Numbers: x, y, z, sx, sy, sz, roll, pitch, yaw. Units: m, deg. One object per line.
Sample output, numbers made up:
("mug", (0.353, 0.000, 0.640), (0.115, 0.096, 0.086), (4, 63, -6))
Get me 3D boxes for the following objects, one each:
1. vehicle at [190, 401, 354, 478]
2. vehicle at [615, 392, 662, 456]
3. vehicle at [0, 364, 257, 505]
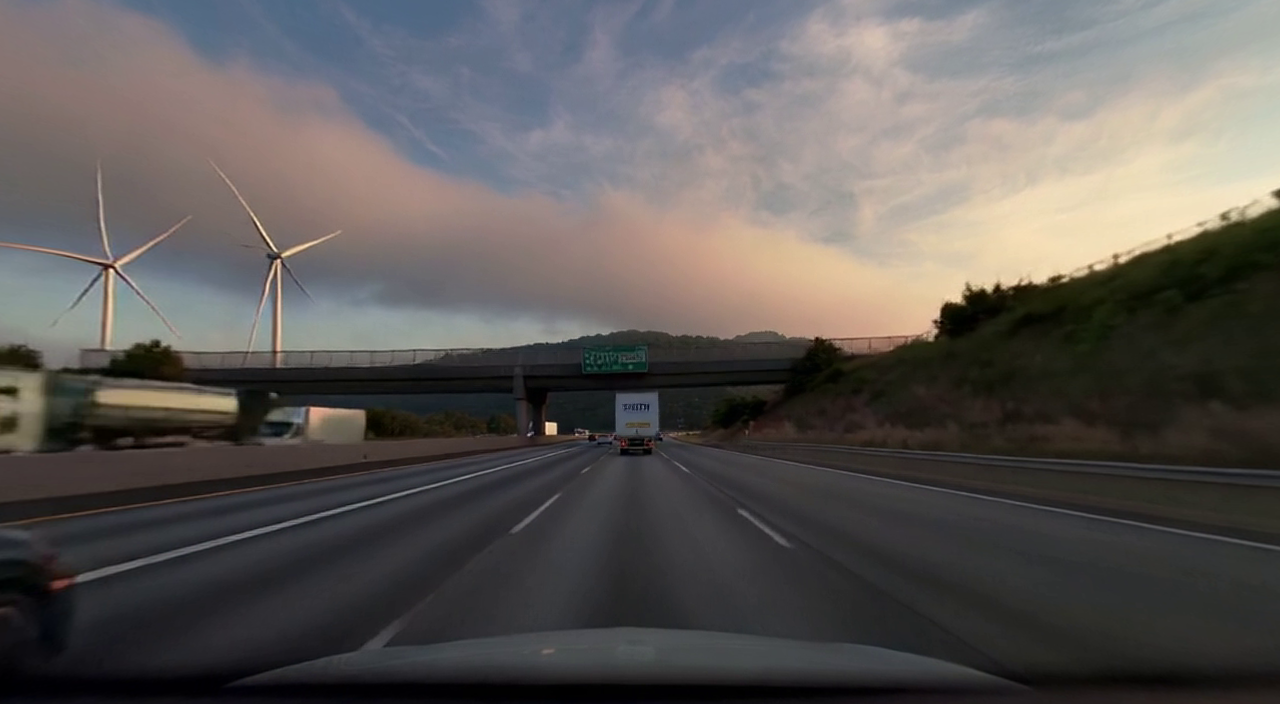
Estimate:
("vehicle", (-16.770, 4.088, 29.658), (2.855, 3.104, 8.039), (0, -8, 0))
("vehicle", (-0.242, 5.391, 45.787), (2.906, 3.990, 12.551), (0, -8, -1))
("vehicle", (-16.586, 2.623, 20.048), (2.928, 3.408, 9.523), (0, -8, -1))
